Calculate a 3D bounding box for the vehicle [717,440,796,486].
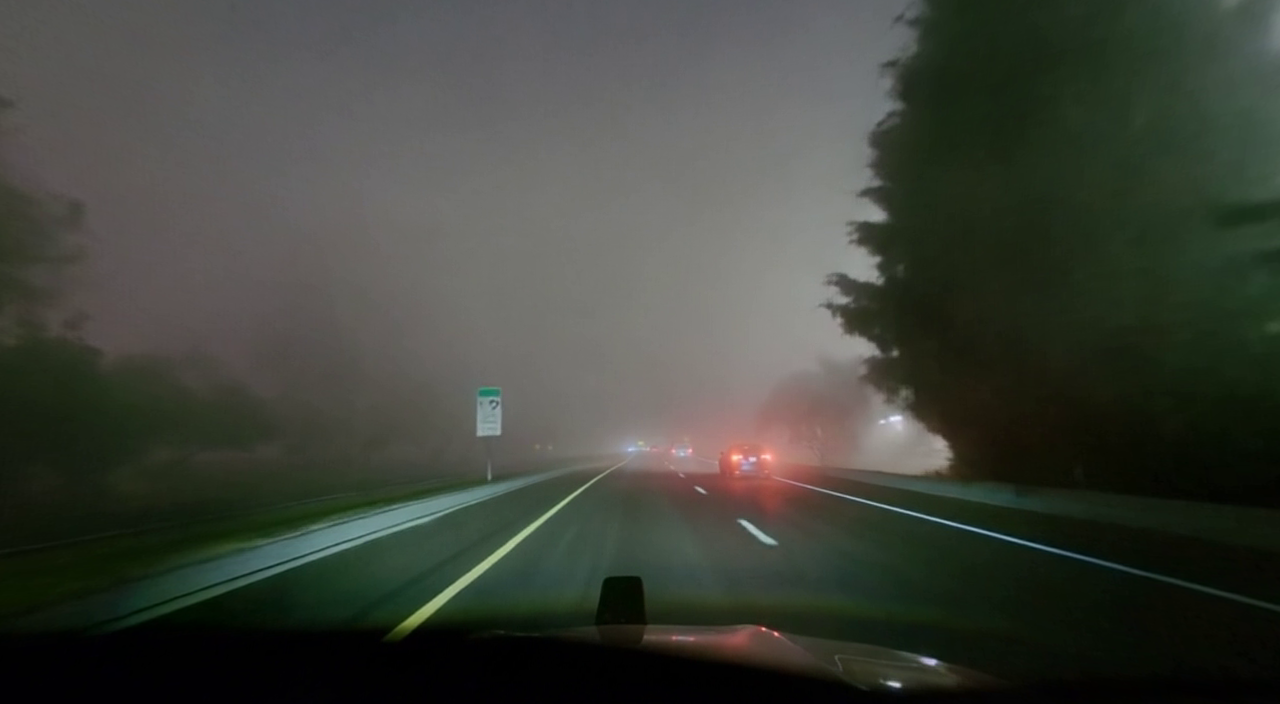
[{"bbox_3d":[4.198,4.086,23.538,2.042,1.518,4.477,0,-8,-1],"label":"vehicle"}]
